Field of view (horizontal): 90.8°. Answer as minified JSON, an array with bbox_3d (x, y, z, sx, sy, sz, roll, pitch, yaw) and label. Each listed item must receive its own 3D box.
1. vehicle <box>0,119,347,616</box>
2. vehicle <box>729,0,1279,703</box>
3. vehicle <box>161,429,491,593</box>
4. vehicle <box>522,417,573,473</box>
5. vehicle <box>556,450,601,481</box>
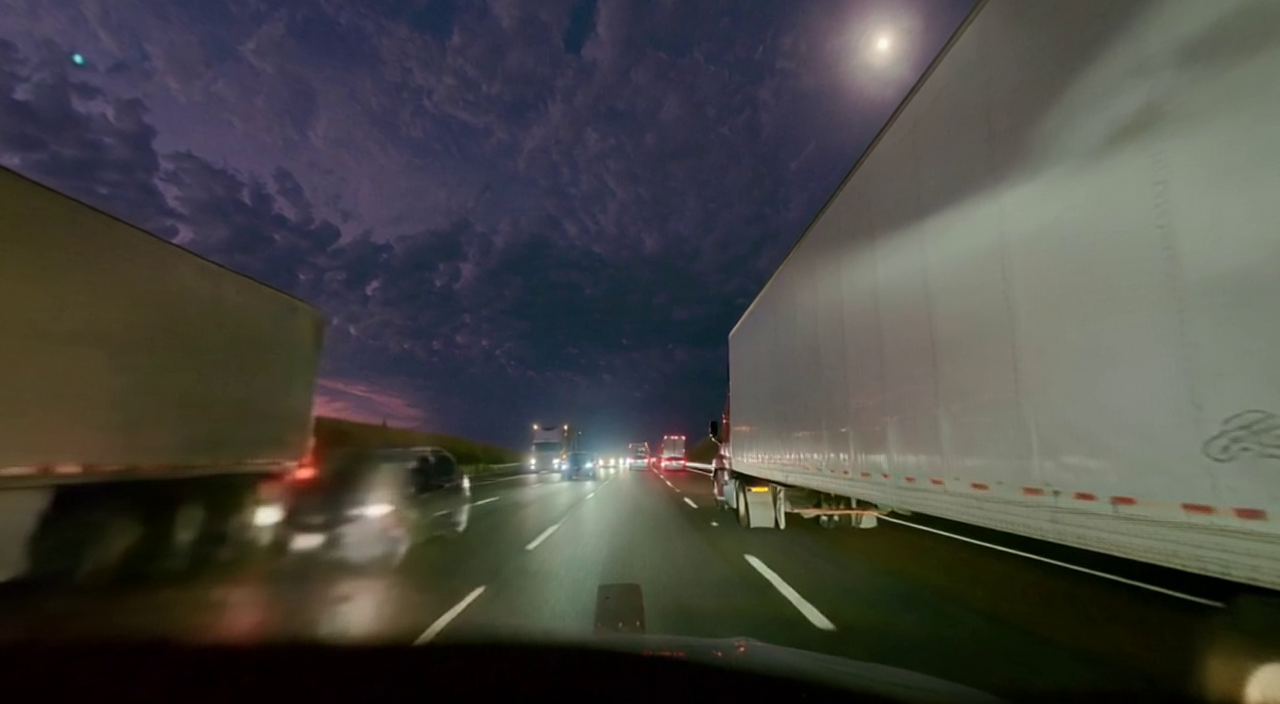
[{"bbox_3d":[-6.778,-0.040,4.159,2.876,4.095,13.941,0,-9,1],"label":"vehicle"},{"bbox_3d":[3.344,0.285,5.993,2.845,4.071,14.008,0,-9,0],"label":"vehicle"},{"bbox_3d":[-3.619,1.907,8.481,2.088,1.589,4.464,0,-9,0],"label":"vehicle"},{"bbox_3d":[-6.897,7.093,47.978,2.910,3.989,5.837,0,-9,0],"label":"vehicle"},{"bbox_3d":[-3.234,6.048,33.829,1.949,1.555,3.888,0,-9,1],"label":"vehicle"}]
